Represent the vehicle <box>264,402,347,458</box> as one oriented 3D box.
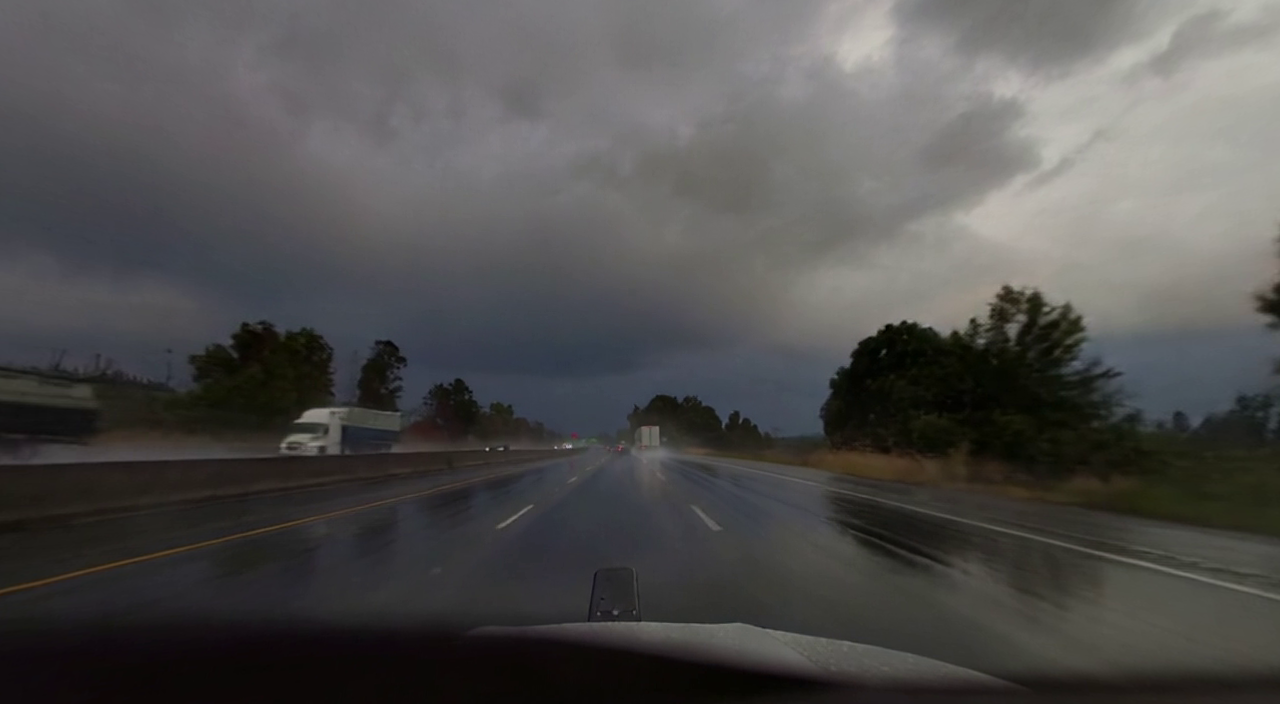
[{"bbox_3d":[-25.083,5.919,47.522,2.960,3.943,5.922,0,-8,-1],"label":"vehicle"}]
